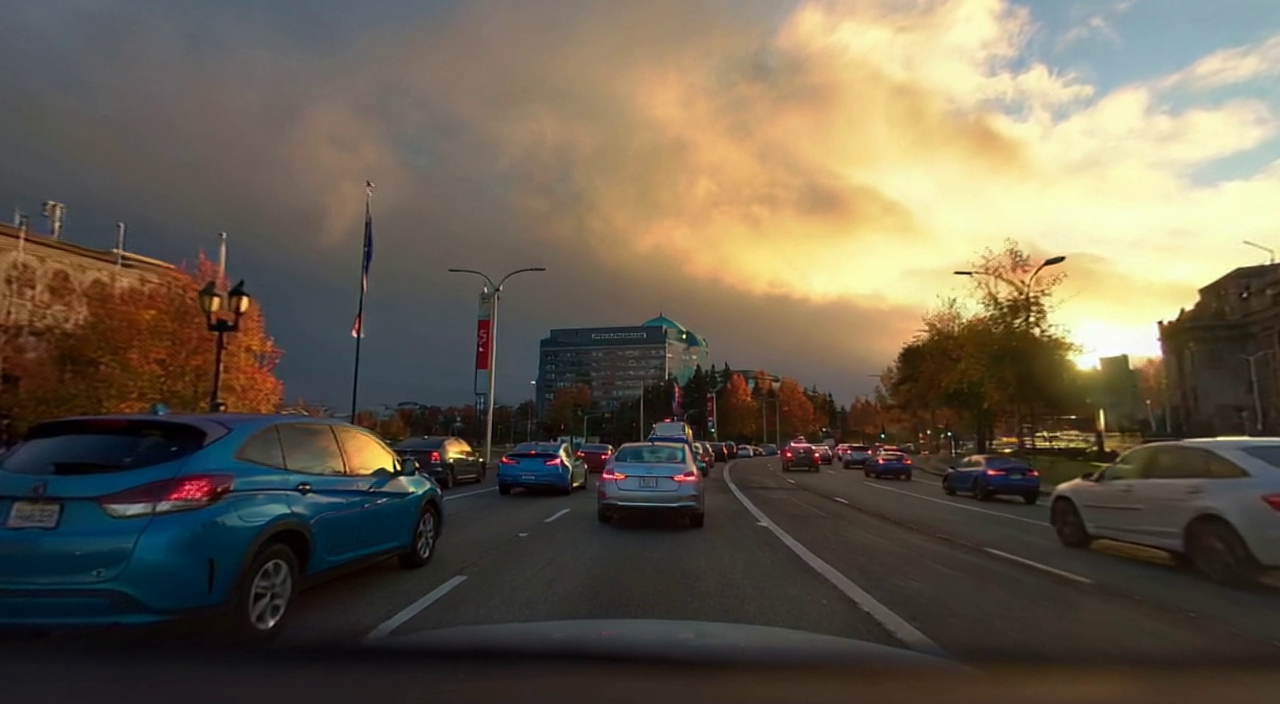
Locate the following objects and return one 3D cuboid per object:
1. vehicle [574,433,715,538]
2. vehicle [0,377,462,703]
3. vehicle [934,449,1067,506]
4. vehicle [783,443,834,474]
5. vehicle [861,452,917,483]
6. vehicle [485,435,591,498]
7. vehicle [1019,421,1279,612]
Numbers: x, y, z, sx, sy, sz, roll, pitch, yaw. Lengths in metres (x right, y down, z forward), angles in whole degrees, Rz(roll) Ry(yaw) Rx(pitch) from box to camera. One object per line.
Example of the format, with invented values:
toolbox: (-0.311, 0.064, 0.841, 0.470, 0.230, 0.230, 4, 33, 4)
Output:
vehicle: (0.214, 2.288, 11.488, 2.090, 1.506, 4.276, 0, -9, 4)
vehicle: (-3.159, 1.249, 5.062, 1.988, 1.635, 4.260, 0, -9, 3)
vehicle: (11.342, 3.922, 20.248, 1.934, 1.585, 4.397, 0, -9, 5)
vehicle: (8.880, 5.630, 33.522, 1.944, 1.544, 4.301, 0, -9, 7)
vehicle: (12.868, 5.953, 32.786, 1.749, 1.481, 3.808, 0, -9, 6)
vehicle: (-2.791, 3.275, 18.419, 1.974, 1.549, 4.603, 0, -9, 5)
vehicle: (6.512, 1.636, 6.859, 2.011, 1.610, 4.568, 0, -9, 2)
